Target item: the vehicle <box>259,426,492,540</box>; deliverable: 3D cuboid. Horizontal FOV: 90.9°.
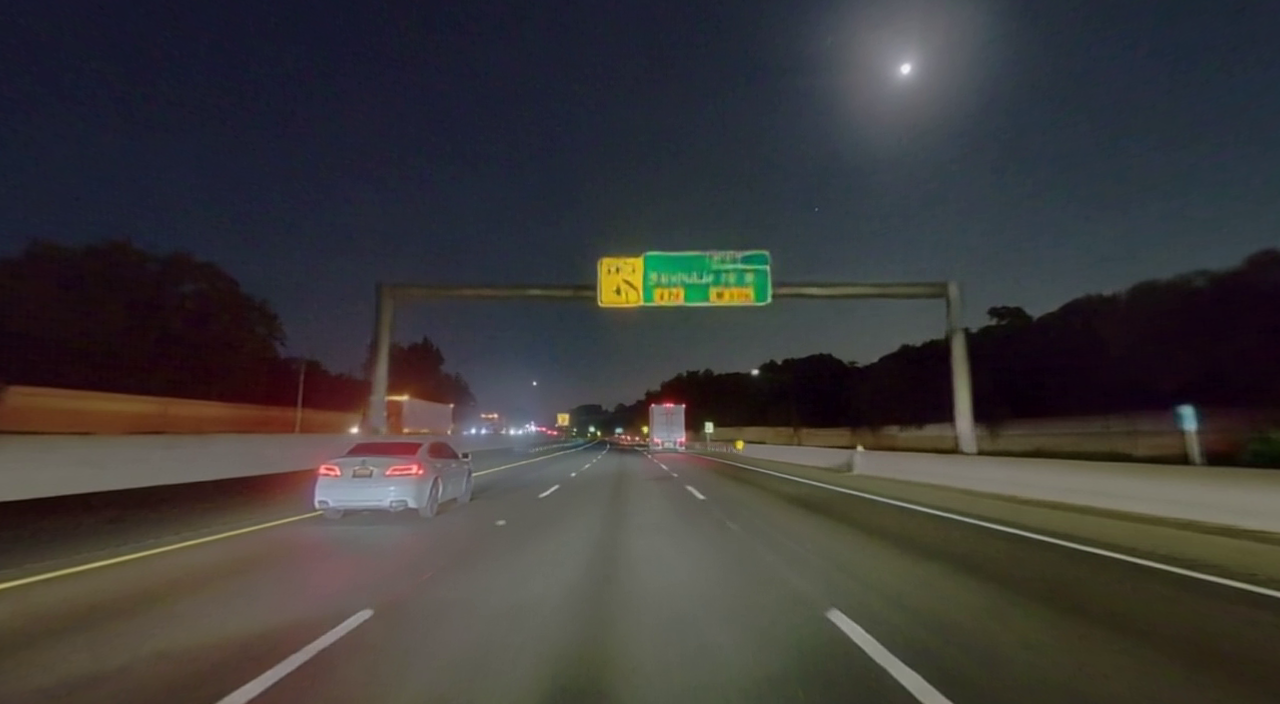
[{"bbox_3d":[-3.931,1.979,10.359,1.971,1.444,4.401,0,-8,-1],"label":"vehicle"}]
